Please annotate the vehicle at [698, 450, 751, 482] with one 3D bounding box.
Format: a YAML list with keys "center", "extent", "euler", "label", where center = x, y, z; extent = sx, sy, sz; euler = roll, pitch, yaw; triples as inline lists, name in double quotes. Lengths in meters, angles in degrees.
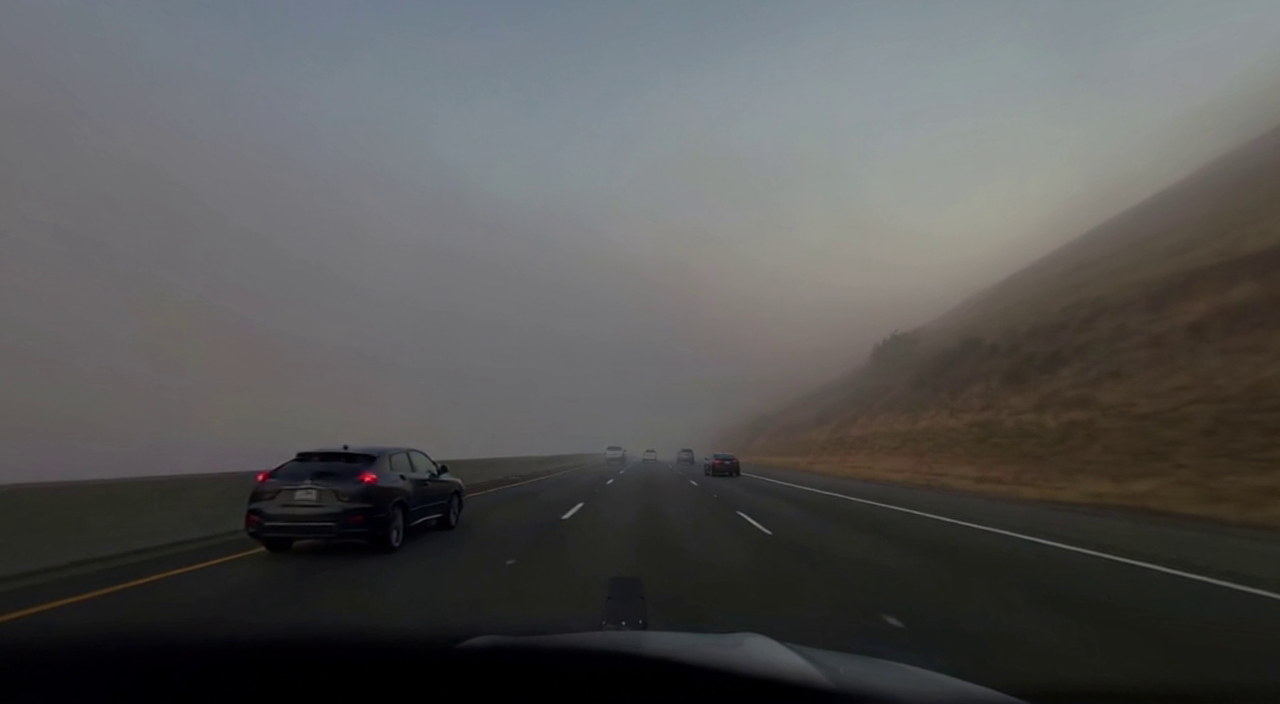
- center: [3.933, 5.357, 29.942]
  extent: [1.976, 1.352, 3.602]
  euler: [0, -8, -1]
  label: "vehicle"

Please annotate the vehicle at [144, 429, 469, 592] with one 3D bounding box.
- center: [-3.714, 1.795, 8.014]
  extent: [1.910, 1.521, 3.930]
  euler: [0, -8, 1]
  label: "vehicle"
